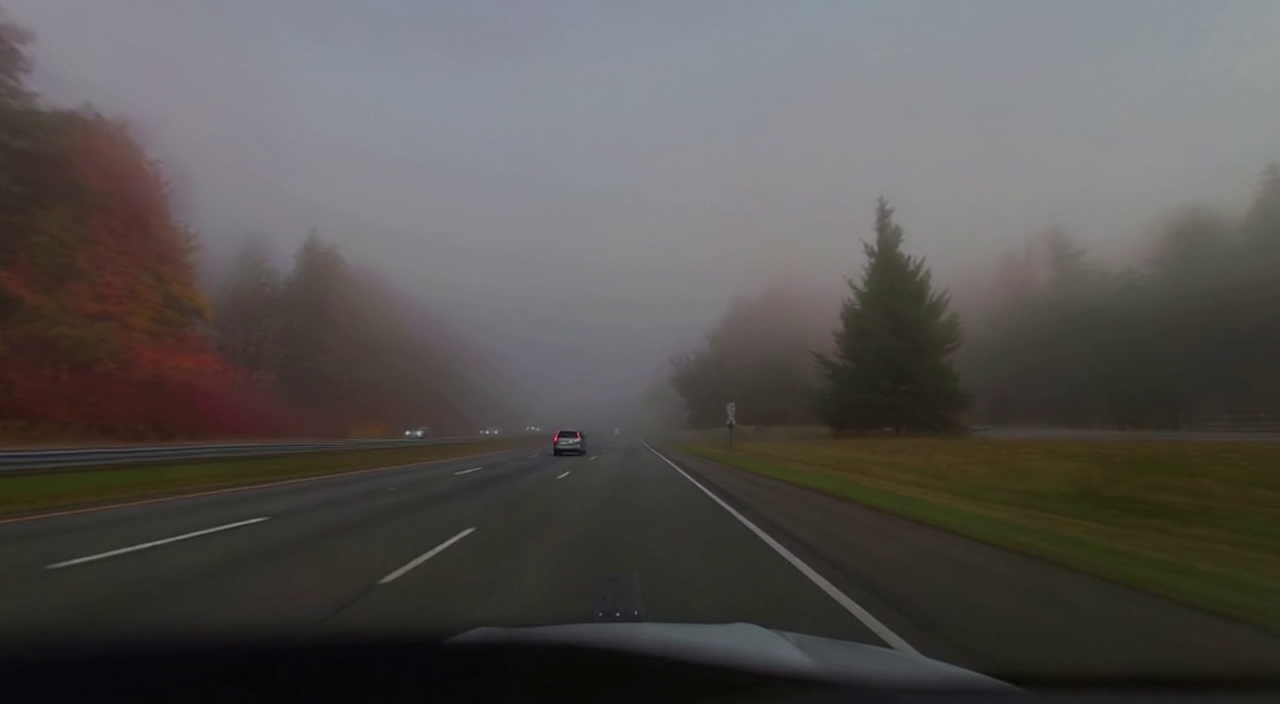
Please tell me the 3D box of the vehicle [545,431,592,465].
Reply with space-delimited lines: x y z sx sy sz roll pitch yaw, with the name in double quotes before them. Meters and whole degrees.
"vehicle" -3.714 5.087 33.564 2.057 1.666 4.552 0 -8 -1
